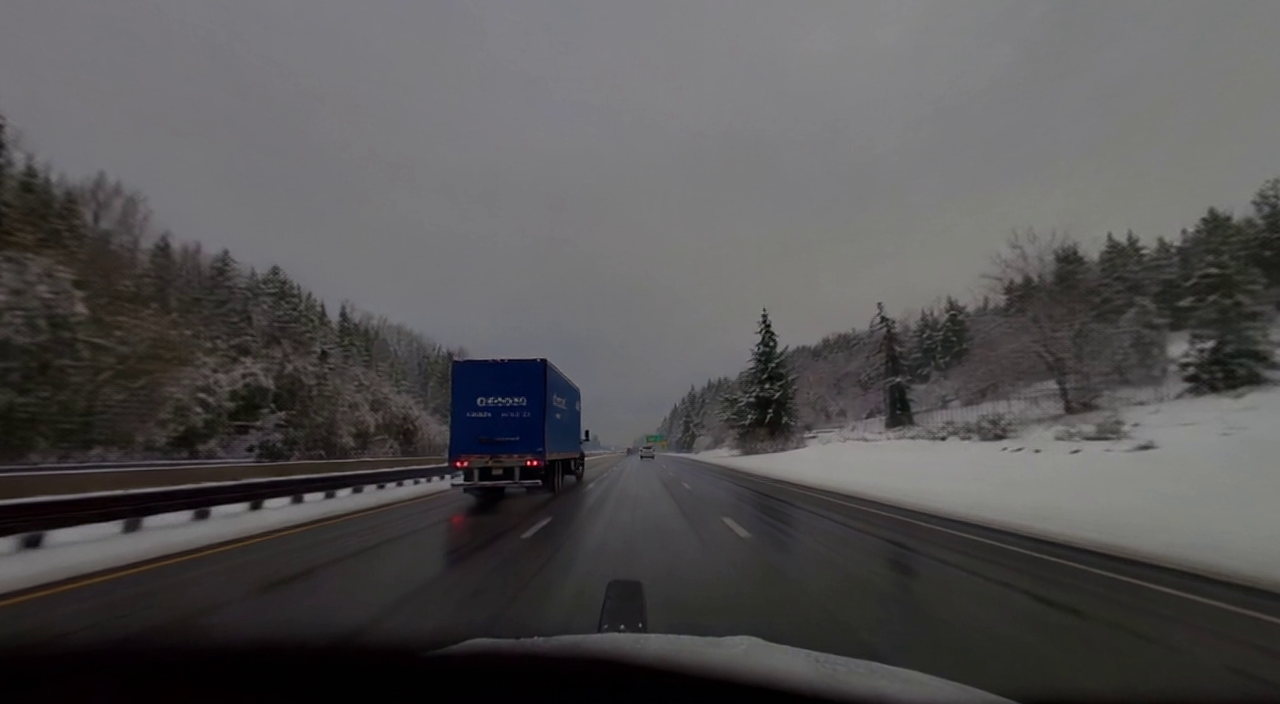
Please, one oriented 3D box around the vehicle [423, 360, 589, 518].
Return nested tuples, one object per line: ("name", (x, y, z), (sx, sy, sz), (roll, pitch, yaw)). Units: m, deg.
("vehicle", (-2.946, 2.245, 16.111), (2.695, 3.151, 6.885), (0, -9, 0))
